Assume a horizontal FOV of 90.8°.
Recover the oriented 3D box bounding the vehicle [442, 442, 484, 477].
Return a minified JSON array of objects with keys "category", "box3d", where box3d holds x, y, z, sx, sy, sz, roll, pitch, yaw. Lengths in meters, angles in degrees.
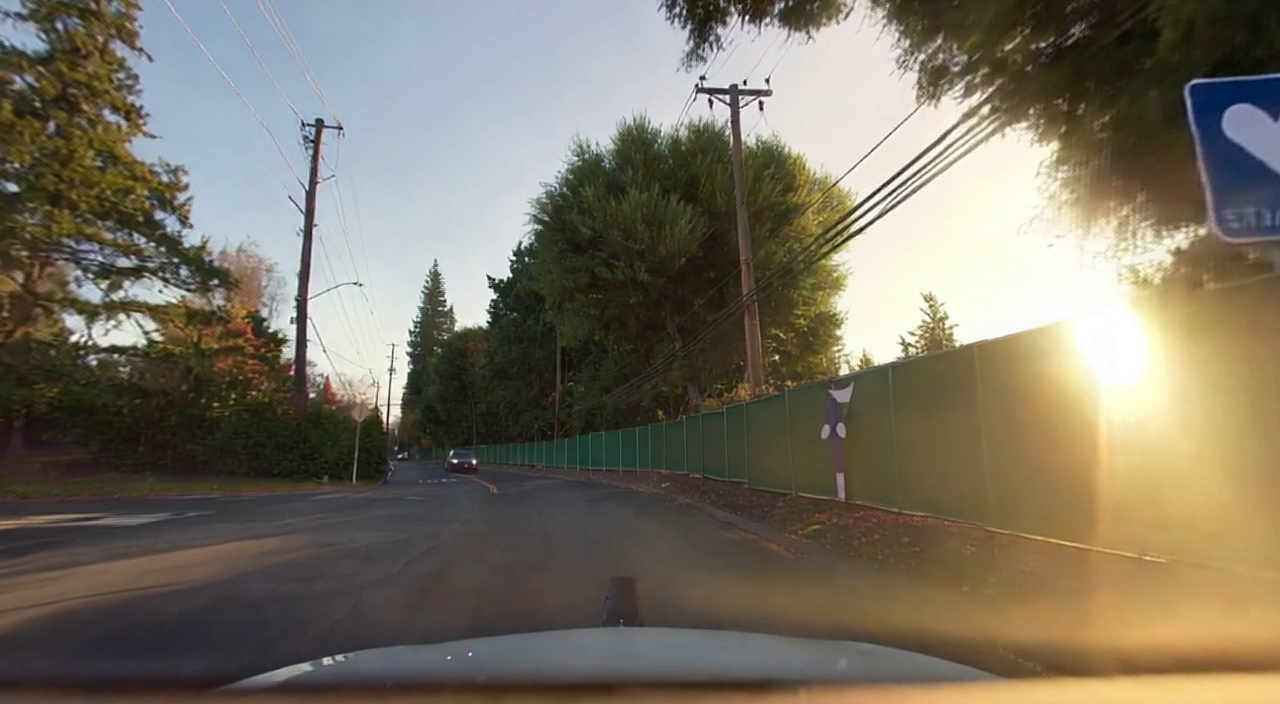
[{"category":"vehicle","box3d":[-10.558,6.343,37.534,2.185,1.901,4.177,2,-9,-17]}]
